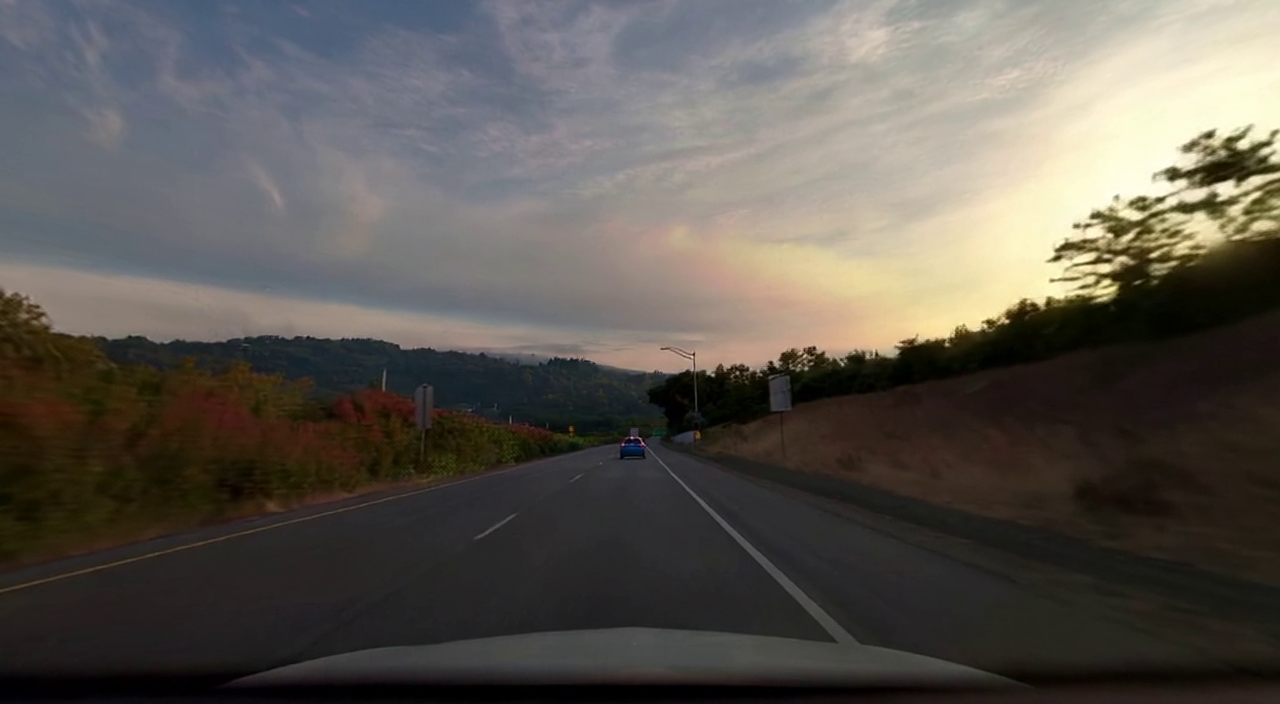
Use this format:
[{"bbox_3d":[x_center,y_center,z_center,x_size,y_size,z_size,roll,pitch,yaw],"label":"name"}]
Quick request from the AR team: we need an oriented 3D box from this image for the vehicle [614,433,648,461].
[{"bbox_3d":[-0.616,6.325,42.107,2.180,1.717,4.139,0,-8,-1],"label":"vehicle"}]
